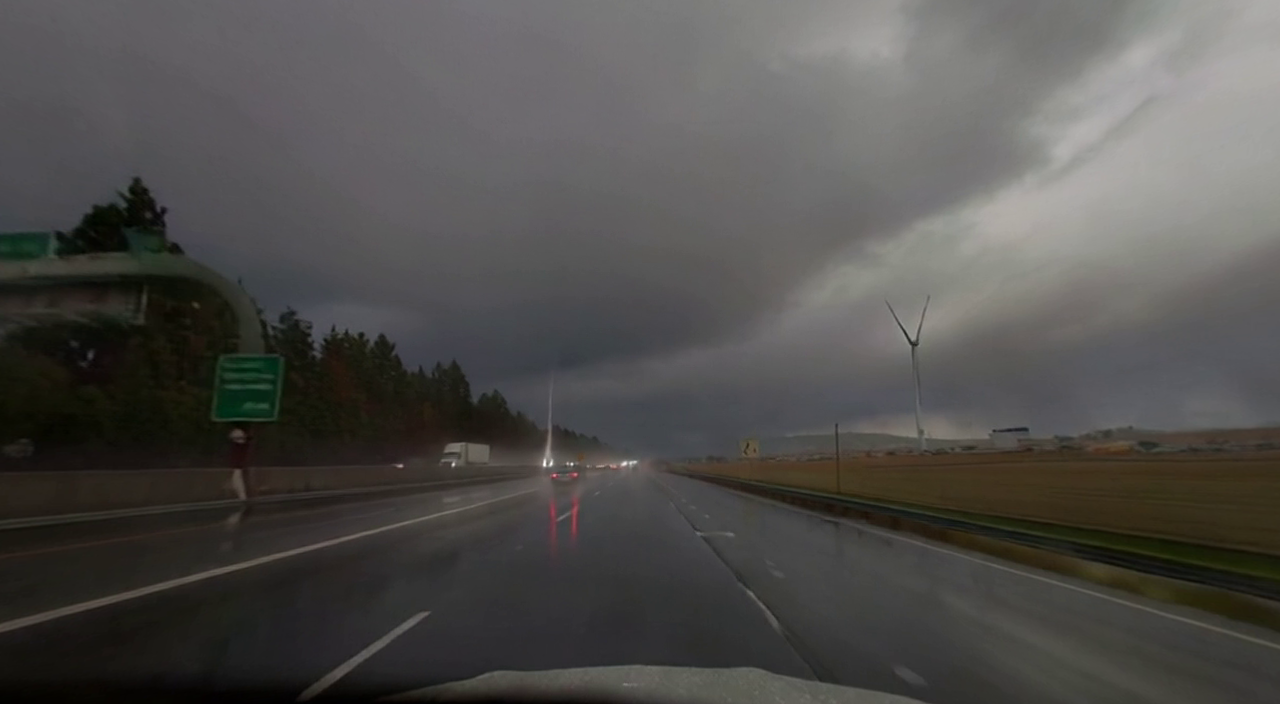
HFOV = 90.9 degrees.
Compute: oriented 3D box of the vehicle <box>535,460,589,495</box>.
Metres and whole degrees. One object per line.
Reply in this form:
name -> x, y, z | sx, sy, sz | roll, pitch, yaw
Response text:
vehicle -> -3.676, 6.037, 30.584 | 2.039, 1.505, 4.843 | 1, -10, 0
